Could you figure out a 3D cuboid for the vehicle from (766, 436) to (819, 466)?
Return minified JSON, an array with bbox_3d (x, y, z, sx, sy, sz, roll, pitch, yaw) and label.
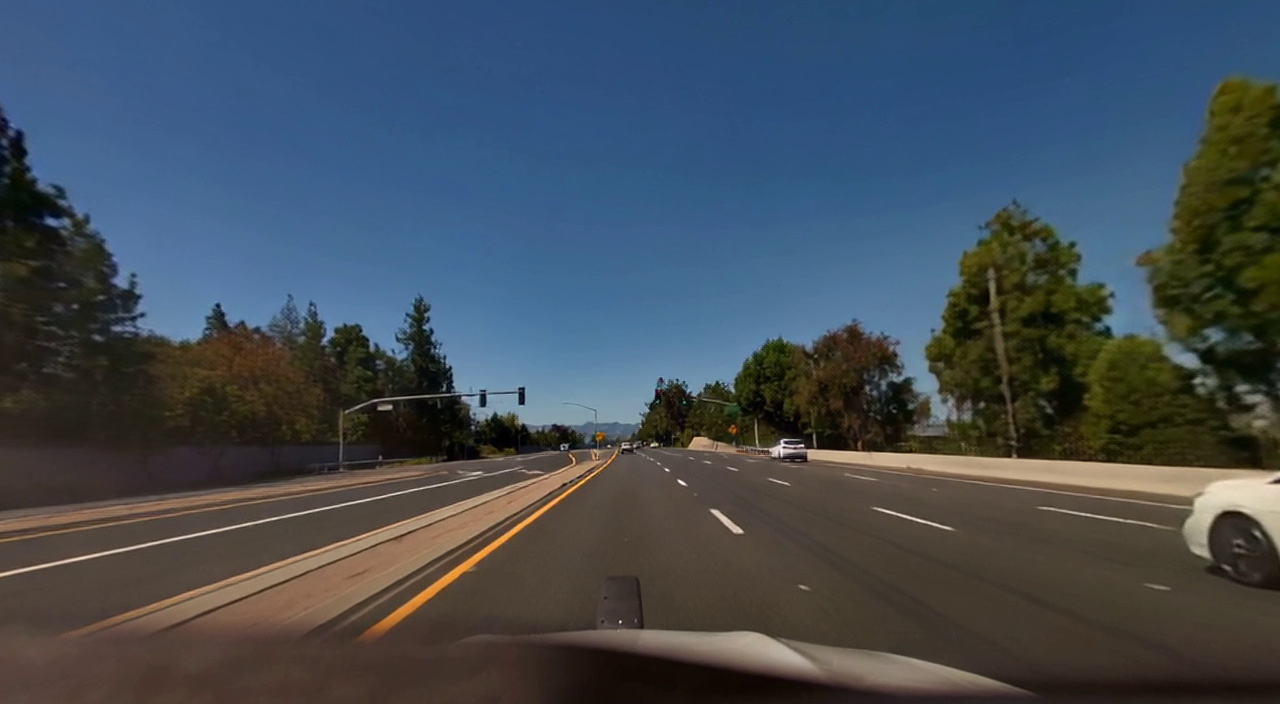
[{"bbox_3d":[9.724,6.360,40.600,2.170,1.830,4.720,0,-9,-1],"label":"vehicle"}]
